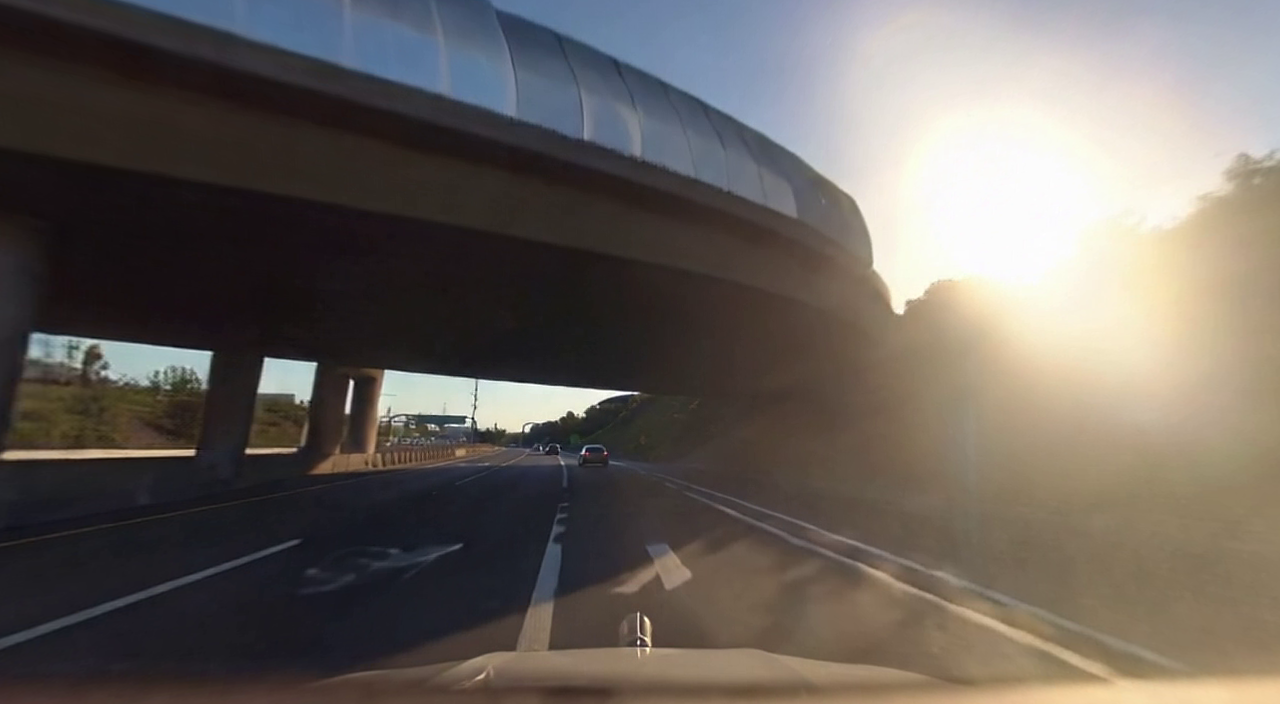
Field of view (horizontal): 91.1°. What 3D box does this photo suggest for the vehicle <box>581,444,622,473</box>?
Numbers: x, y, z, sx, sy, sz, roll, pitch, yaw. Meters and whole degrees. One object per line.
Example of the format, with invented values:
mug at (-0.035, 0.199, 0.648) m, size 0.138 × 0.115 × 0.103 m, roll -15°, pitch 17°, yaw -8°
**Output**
vehicle at (-2.190, 5.844, 34.813) m, size 2.140 × 1.455 × 4.135 m, roll 0°, pitch -9°, yaw -5°
